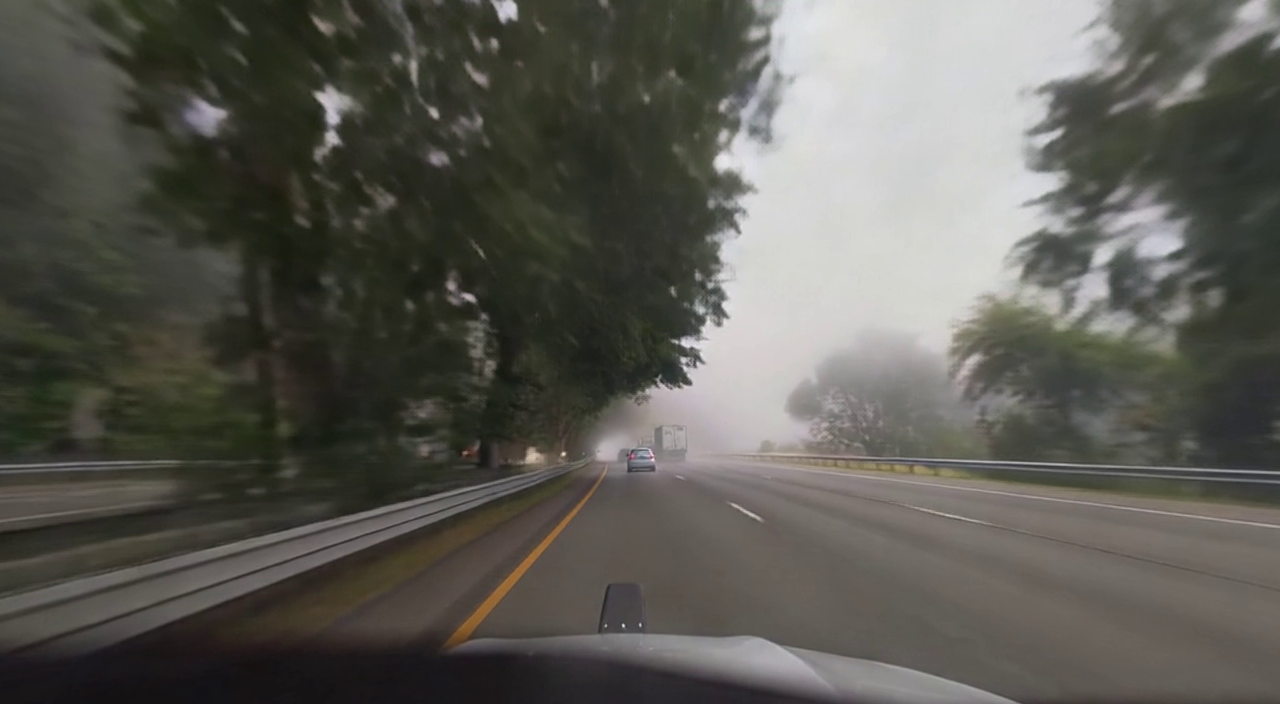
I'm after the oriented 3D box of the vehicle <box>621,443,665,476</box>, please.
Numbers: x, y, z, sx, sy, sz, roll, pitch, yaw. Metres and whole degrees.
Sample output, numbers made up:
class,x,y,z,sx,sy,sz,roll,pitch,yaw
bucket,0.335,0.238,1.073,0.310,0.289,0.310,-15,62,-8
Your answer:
class,x,y,z,sx,sy,sz,roll,pitch,yaw
vehicle,0.100,5.333,31.445,2.069,1.523,4.012,0,-8,-1

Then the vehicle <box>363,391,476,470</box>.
class,x,y,z,sx,sy,sz,roll,pitch,yaw
vehicle,-12.617,4.757,37.420,3.015,4.010,10.258,0,-9,0
